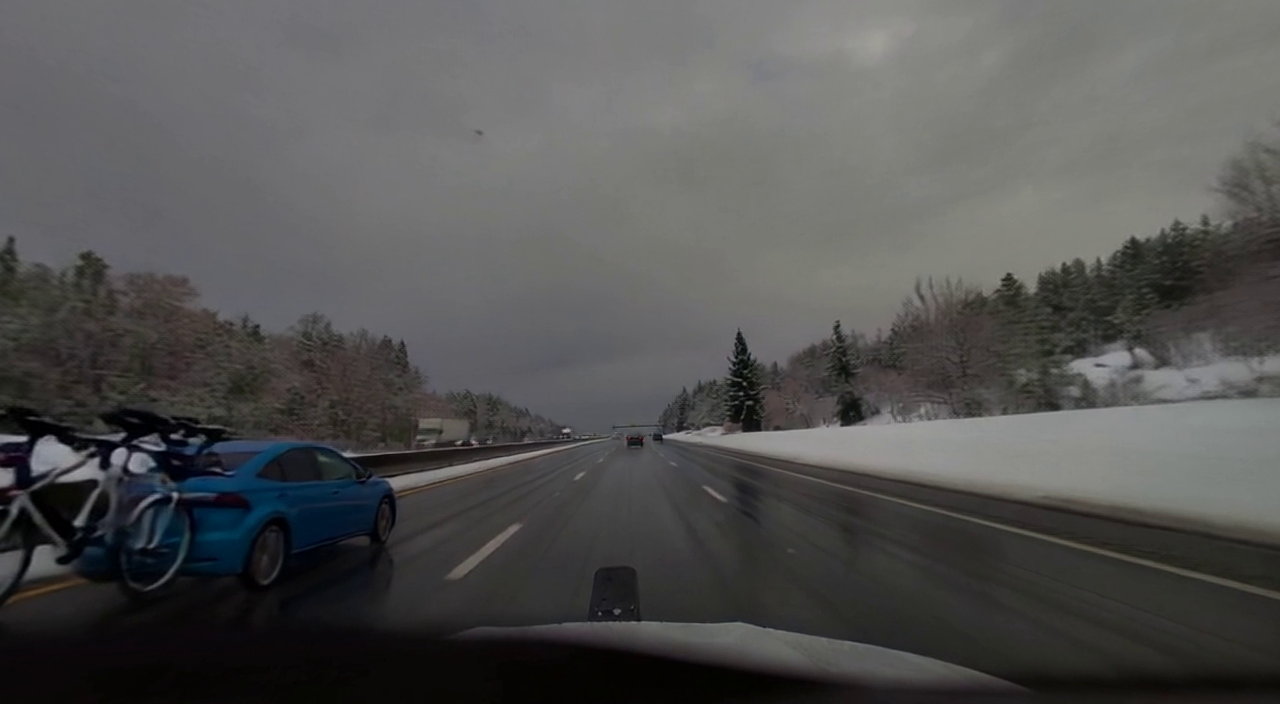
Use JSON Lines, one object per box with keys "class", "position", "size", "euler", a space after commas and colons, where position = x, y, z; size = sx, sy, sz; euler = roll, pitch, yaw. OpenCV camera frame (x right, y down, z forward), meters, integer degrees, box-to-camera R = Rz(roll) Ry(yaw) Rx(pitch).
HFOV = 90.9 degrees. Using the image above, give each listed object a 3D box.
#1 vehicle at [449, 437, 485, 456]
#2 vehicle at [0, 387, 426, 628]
{"class": "vehicle", "position": [-13.042, 7.118, 47.658], "size": [1.705, 1.387, 3.617], "euler": [0, -8, 0]}
{"class": "vehicle", "position": [-4.026, 1.356, 6.580], "size": [2.064, 1.647, 4.381], "euler": [0, -8, 0]}
